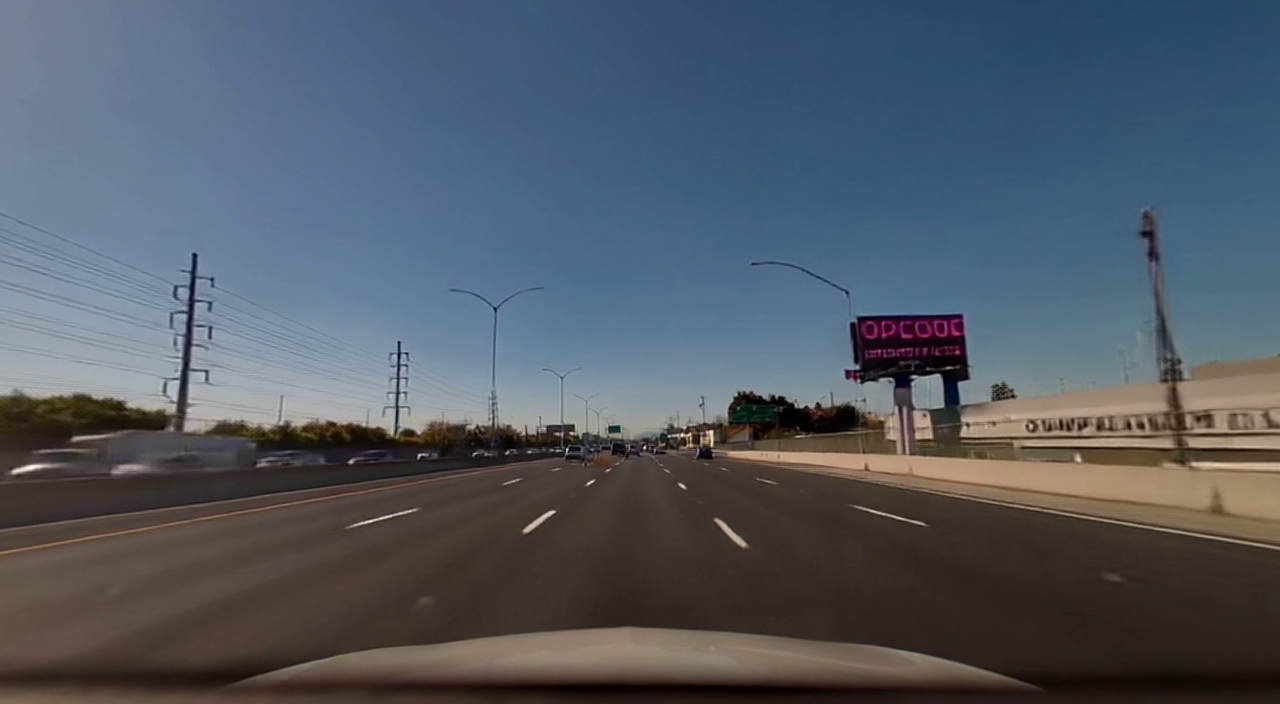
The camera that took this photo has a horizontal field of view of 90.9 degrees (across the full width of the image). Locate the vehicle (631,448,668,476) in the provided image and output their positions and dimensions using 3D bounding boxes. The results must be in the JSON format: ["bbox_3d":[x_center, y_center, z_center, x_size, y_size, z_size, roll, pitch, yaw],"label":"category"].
[{"bbox_3d":[0.474,5.965,34.485,1.891,1.444,3.968,0,-8,0],"label":"vehicle"}]

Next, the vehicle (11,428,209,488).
[{"bbox_3d":[-30.329,6.110,36.987,3.093,3.028,9.516,-1,-8,2],"label":"vehicle"}]

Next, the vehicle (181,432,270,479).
[{"bbox_3d":[-30.399,7.550,46.544,2.799,3.222,5.239,-1,-7,1],"label":"vehicle"}]

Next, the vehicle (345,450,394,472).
[{"bbox_3d":[-20.388,8.196,47.658,1.865,1.501,3.752,-1,-8,3],"label":"vehicle"}]

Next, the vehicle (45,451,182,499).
[{"bbox_3d":[-16.581,3.847,20.080,1.440,1.339,3.287,-1,-9,2],"label":"vehicle"}]
